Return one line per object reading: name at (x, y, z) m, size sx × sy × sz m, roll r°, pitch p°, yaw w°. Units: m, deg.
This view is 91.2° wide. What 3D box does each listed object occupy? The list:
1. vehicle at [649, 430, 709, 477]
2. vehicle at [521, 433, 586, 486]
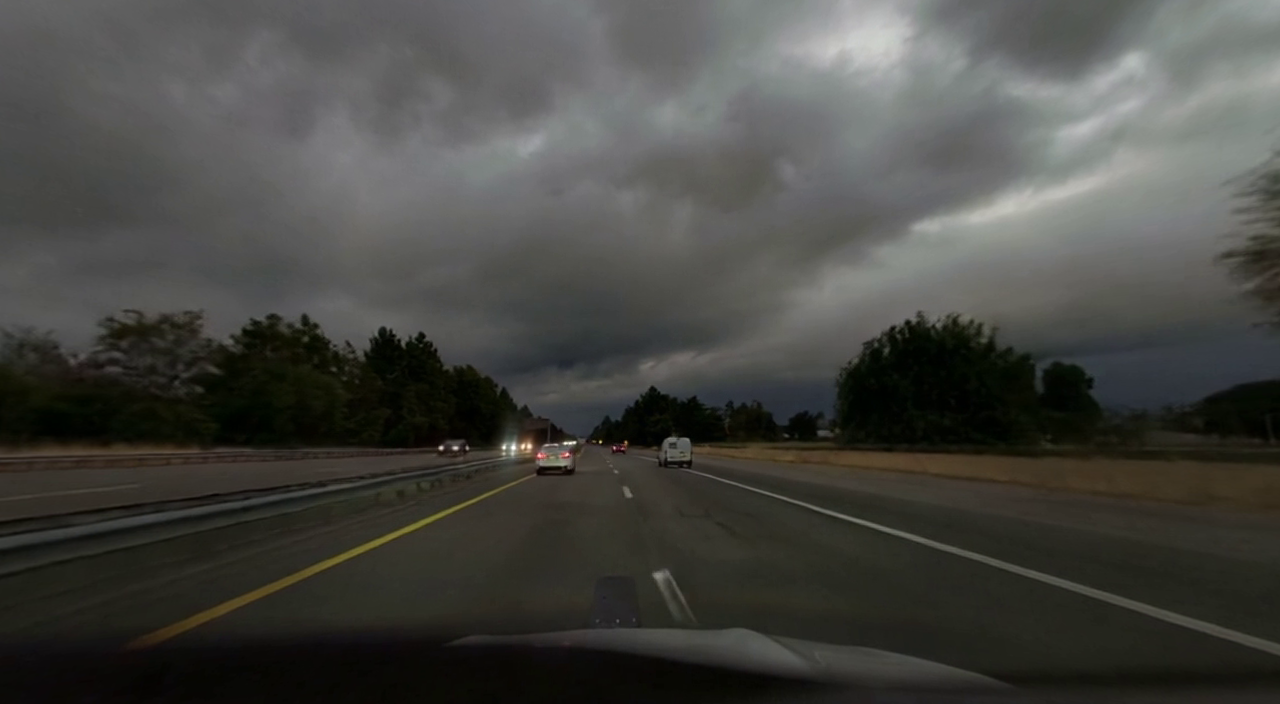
vehicle at (1.671, 4.599, 28.588) m, size 2.179 × 1.930 × 4.538 m, roll 0°, pitch -9°, yaw -3°
vehicle at (-3.042, 3.885, 22.910) m, size 1.963 × 1.711 × 4.284 m, roll 0°, pitch -9°, yaw -3°
